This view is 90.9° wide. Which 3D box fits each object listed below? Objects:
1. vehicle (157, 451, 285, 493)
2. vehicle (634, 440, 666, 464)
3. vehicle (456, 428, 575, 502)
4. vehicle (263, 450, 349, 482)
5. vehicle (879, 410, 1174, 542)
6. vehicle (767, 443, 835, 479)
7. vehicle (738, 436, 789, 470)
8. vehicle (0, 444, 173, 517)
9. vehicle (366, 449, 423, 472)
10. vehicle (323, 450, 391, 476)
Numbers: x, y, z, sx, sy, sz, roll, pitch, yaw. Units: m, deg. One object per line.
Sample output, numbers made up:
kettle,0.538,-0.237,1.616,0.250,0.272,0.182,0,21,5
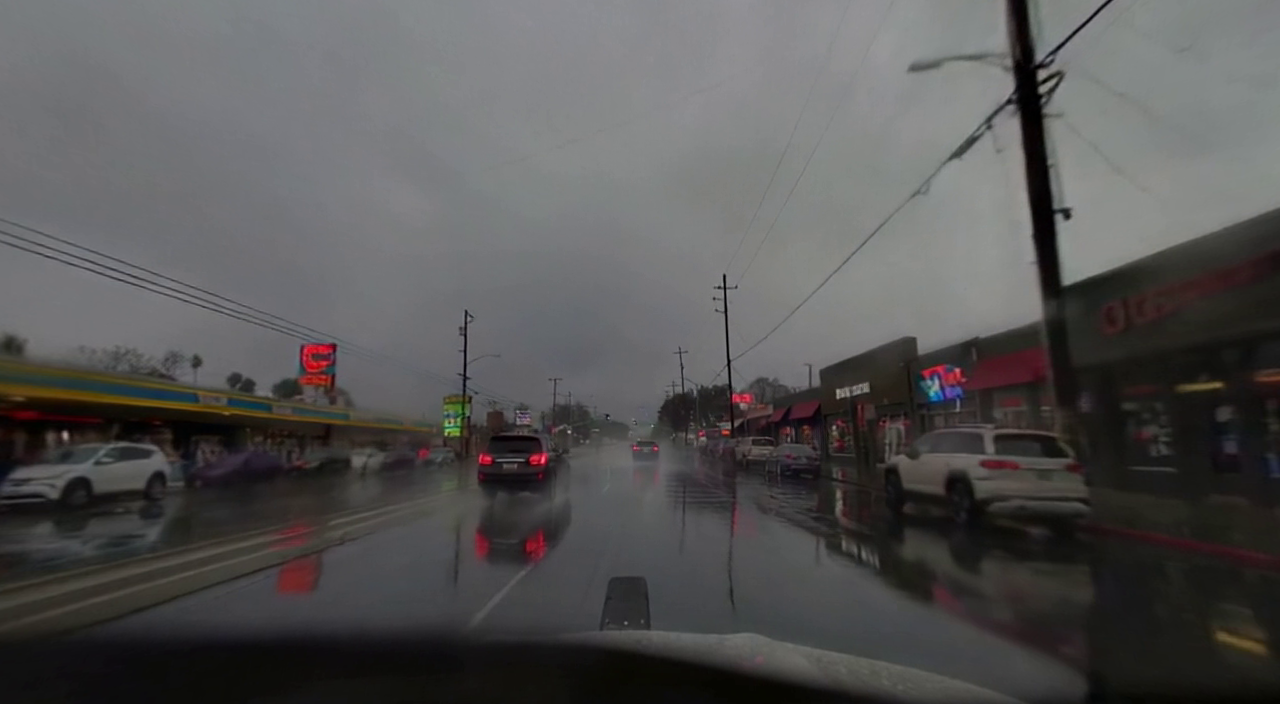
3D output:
vehicle,-16.989,4.845,25.933,1.984,1.494,4.815,0,-9,0
vehicle,0.641,6.613,41.748,2.037,1.484,4.073,0,-9,0
vehicle,-3.040,2.887,16.487,2.049,1.646,4.445,-1,-9,2
vehicle,-17.007,5.809,32.362,1.788,1.475,4.737,0,-9,1
vehicle,6.431,2.130,11.491,2.098,1.845,5.117,0,-9,0
vehicle,7.048,4.801,28.032,1.871,1.478,4.272,0,-9,0
vehicle,7.111,5.869,36.848,2.005,1.858,5.253,0,-9,0
vehicle,-17.078,3.756,19.018,2.293,1.736,4.871,-2,-6,0
vehicle,-16.656,7.354,43.033,2.046,1.458,4.539,0,-9,0
vehicle,-16.863,6.612,37.815,1.800,1.470,4.548,-1,-9,2
